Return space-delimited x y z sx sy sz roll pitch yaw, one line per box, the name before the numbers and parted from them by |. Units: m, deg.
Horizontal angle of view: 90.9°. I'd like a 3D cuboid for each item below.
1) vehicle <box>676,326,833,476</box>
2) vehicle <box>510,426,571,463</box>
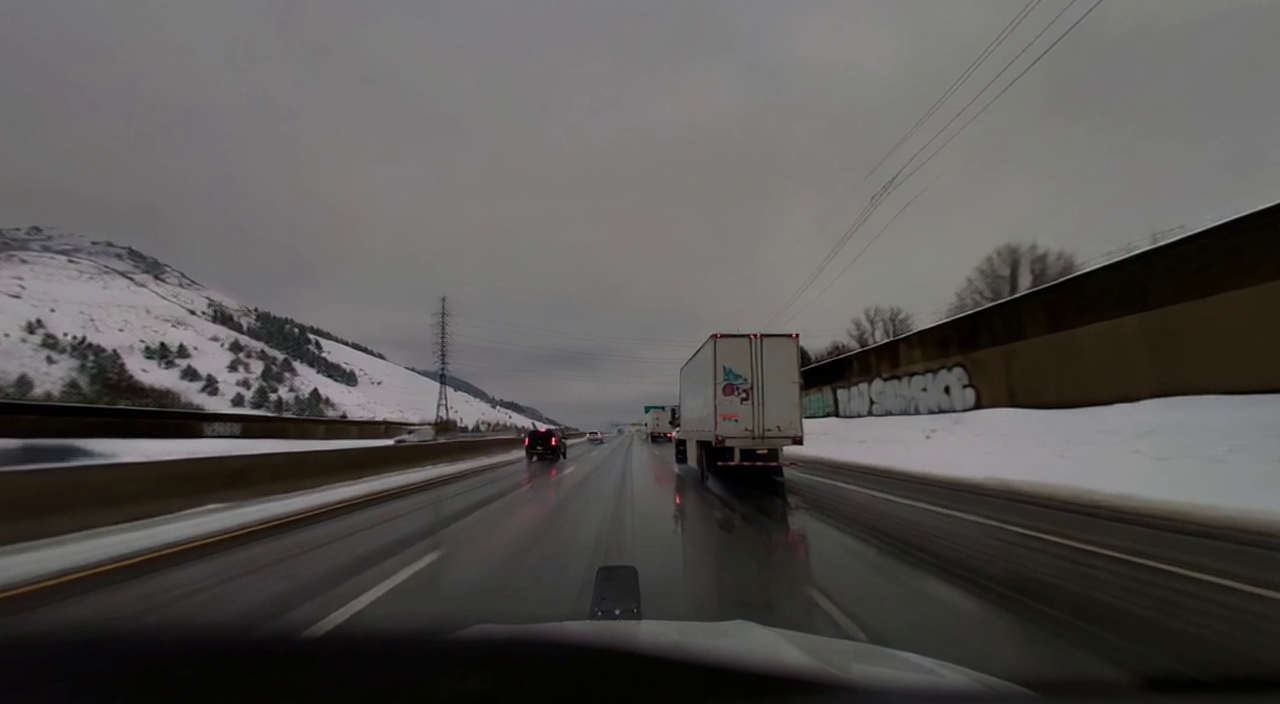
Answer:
vehicle | 3.240 1.949 21.727 3.060 3.842 11.095 0 -7 -1
vehicle | -4.294 4.042 27.886 1.965 1.486 4.448 0 -7 0
